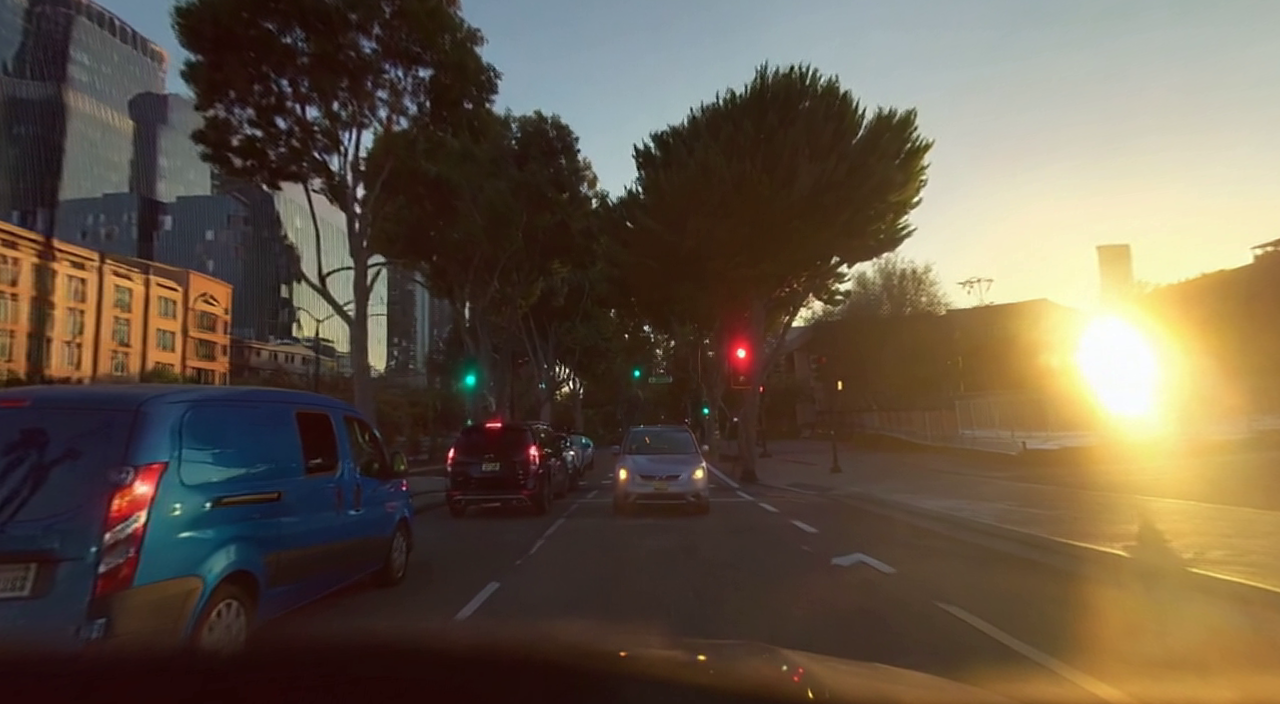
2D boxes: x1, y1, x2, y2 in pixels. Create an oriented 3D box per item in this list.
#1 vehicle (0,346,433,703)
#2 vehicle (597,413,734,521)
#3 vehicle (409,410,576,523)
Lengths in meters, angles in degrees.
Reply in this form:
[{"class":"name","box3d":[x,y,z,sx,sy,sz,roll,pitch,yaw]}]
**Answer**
[{"class":"vehicle","box3d":[-3.154,1.108,4.657,1.940,1.722,3.823,0,-8,0]},{"class":"vehicle","box3d":[0.435,2.144,12.180,2.205,1.727,3.917,0,-8,1]},{"class":"vehicle","box3d":[-2.609,2.180,12.511,2.124,1.799,4.587,0,-8,1]}]
